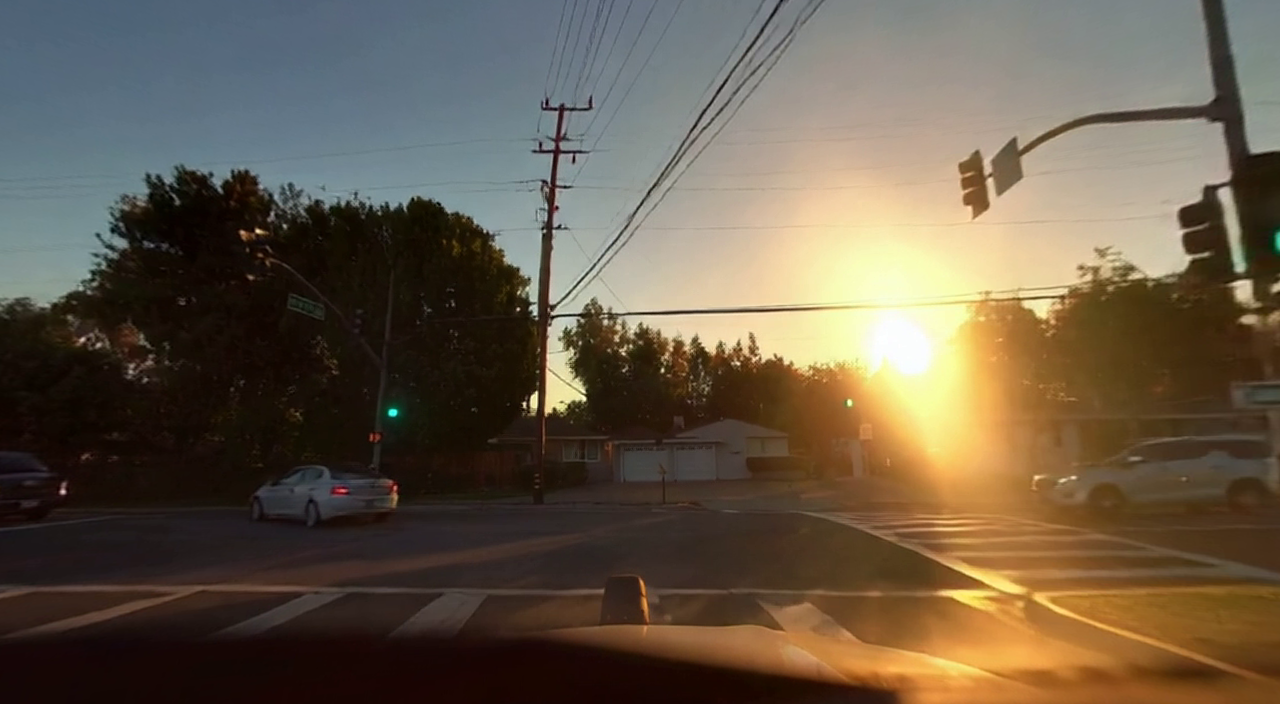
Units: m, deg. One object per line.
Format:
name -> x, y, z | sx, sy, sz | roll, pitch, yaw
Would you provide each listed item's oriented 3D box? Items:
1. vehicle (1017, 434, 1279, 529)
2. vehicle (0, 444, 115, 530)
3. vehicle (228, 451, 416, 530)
vehicle -> 10.703, 2.567, 12.842 | 4.600, 1.722, 2.074 | -1, -9, 7
vehicle -> -14.202, 2.802, 13.466 | 4.485, 1.625, 1.980 | -1, -9, 9
vehicle -> -7.464, 3.081, 14.650 | 4.512, 1.506, 2.078 | -7, -11, 38
